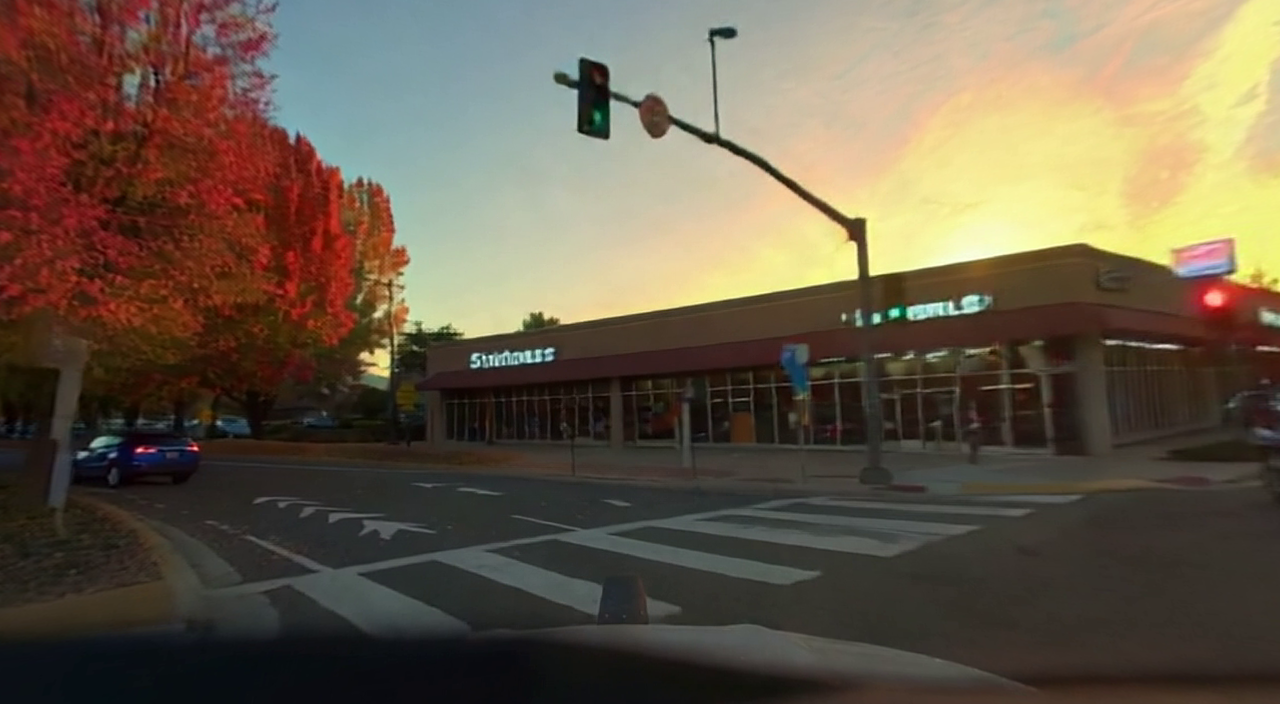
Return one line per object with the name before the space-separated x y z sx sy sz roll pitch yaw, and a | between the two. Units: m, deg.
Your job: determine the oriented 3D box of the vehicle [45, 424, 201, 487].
vehicle | -16.962 3.311 20.636 5.110 1.814 2.146 -4 -9 30
